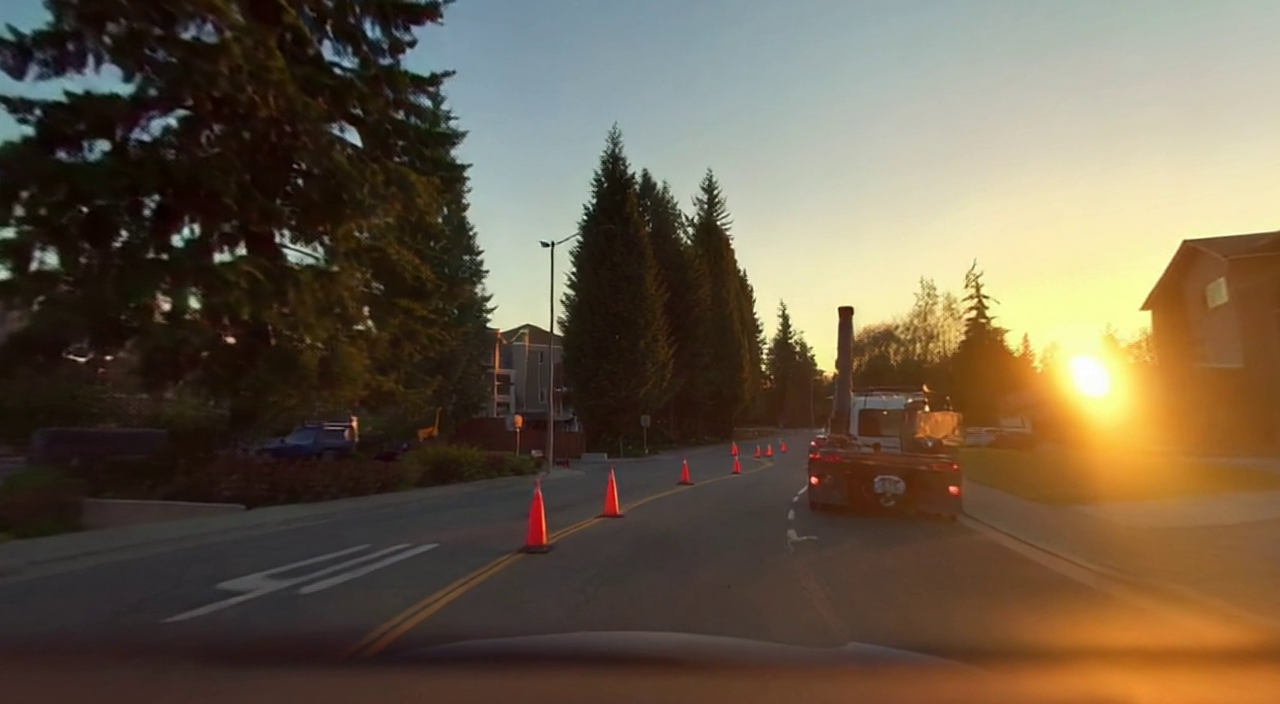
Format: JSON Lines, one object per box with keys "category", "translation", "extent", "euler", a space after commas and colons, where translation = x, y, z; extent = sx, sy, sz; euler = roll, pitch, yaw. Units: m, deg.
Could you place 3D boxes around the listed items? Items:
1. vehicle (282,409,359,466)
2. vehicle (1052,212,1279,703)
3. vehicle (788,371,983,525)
{"category": "vehicle", "translation": [-14.654, 3.918, 29.074], "extent": [2.665, 2.465, 1.532], "euler": [4, -7, -13]}
{"category": "vehicle", "translation": [3.261, 0.587, 1.955], "extent": [1.913, 2.241, 3.024], "euler": [0, -7, 2]}
{"category": "vehicle", "translation": [5.313, 2.044, 14.451], "extent": [3.098, 2.601, 6.758], "euler": [-3, -7, 18]}
